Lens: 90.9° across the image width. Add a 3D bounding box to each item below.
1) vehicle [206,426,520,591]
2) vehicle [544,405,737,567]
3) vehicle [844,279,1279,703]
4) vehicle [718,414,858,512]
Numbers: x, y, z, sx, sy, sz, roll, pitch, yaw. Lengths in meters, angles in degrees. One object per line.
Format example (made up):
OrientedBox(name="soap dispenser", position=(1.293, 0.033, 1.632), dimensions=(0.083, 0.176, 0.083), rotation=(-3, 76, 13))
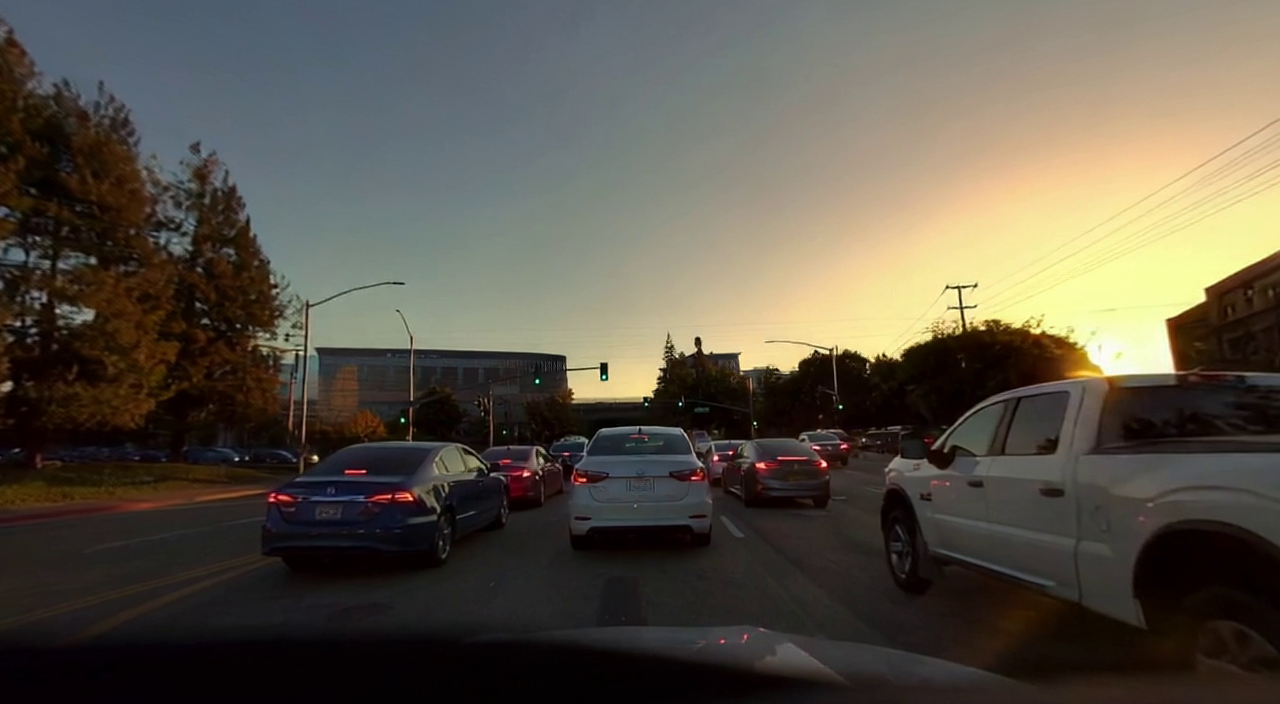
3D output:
OrientedBox(name="vehicle", position=(-2.955, 1.759, 7.989), dimensions=(2.023, 1.494, 4.259), rotation=(0, -8, 0))
OrientedBox(name="vehicle", position=(0.050, 1.768, 8.973), dimensions=(2.113, 1.768, 3.901), rotation=(0, -8, 1))
OrientedBox(name="vehicle", position=(3.355, 0.939, 3.817), dimensions=(2.317, 1.857, 5.940), rotation=(0, -8, 1))
OrientedBox(name="vehicle", position=(3.542, 2.815, 16.504), dimensions=(2.408, 2.100, 5.668), rotation=(0, -8, 1))
